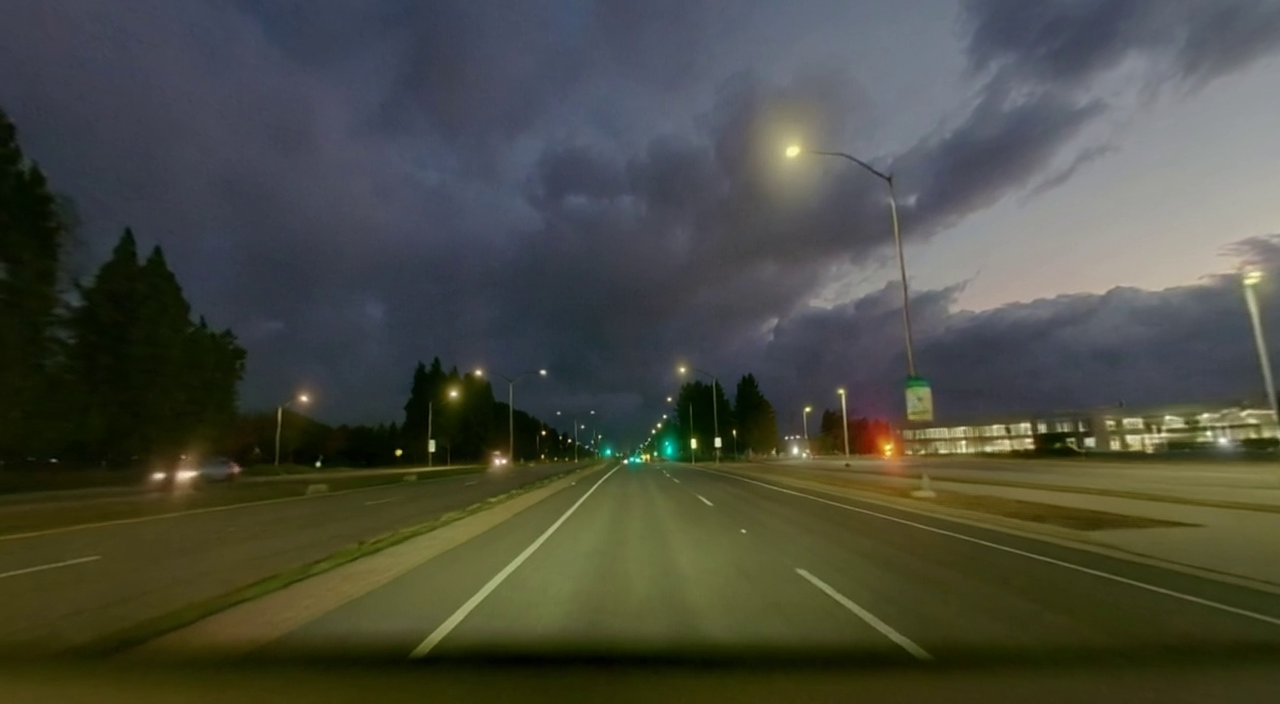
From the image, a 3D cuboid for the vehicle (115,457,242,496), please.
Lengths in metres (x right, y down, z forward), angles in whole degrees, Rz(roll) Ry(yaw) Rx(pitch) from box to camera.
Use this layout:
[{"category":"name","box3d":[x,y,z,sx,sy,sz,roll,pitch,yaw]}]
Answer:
[{"category":"vehicle","box3d":[-19.155,5.170,26.541,1.790,1.453,4.618,0,-10,0]}]
